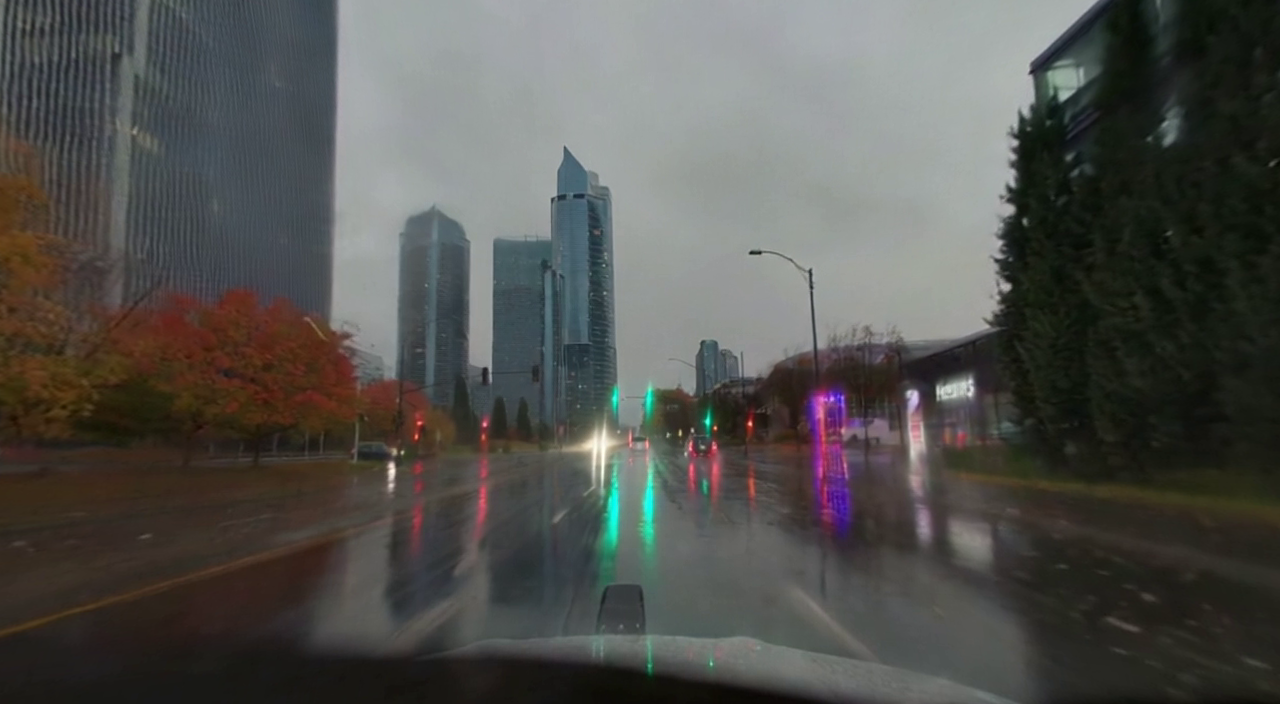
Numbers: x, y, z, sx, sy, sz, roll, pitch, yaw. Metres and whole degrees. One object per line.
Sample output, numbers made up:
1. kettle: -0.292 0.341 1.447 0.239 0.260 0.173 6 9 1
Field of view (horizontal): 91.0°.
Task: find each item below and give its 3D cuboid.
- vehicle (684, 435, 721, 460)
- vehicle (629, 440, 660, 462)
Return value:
1. vehicle: 4.641 7.171 47.299 2.174 1.749 4.739 0 -9 -2
2. vehicle: 0.277 7.091 45.127 2.014 1.525 4.197 0 -9 -2
